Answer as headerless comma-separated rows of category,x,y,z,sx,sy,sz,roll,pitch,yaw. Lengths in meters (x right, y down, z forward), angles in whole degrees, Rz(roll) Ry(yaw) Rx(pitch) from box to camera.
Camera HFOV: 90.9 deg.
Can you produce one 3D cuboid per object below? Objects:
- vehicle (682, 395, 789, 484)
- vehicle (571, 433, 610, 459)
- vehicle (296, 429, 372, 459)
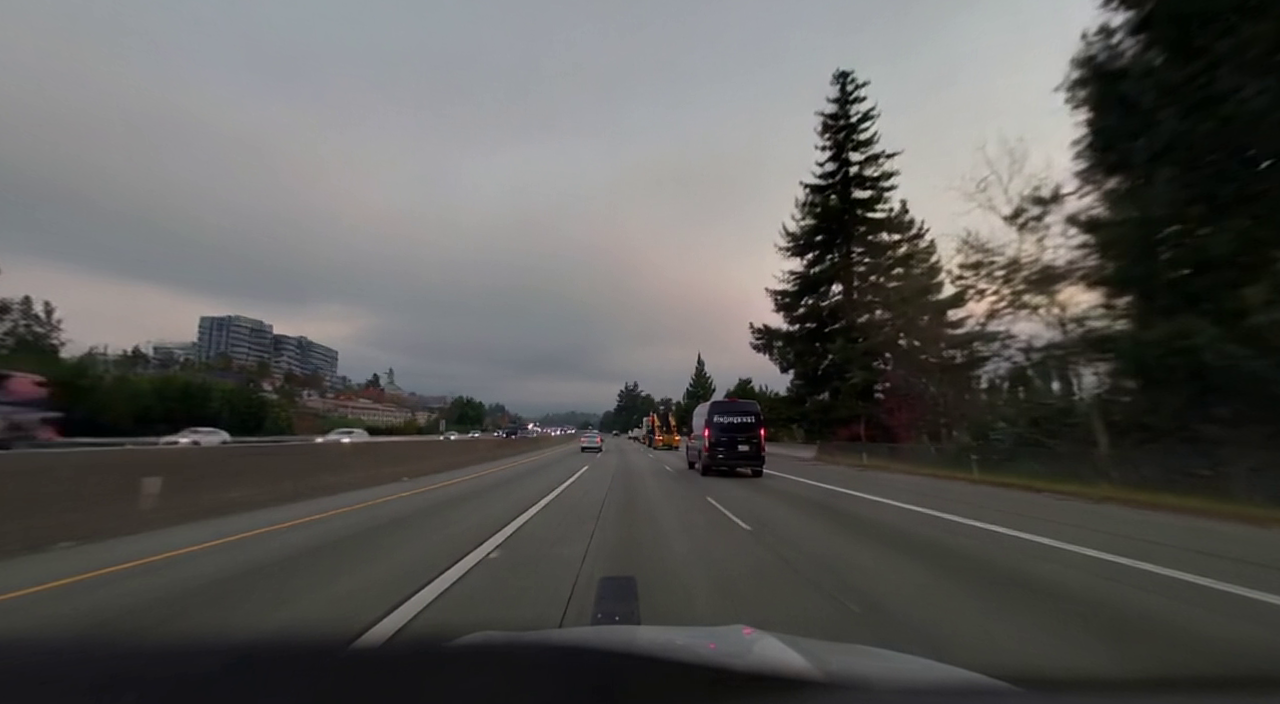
vehicle,2.932,2.906,21.011,2.386,2.509,5.880,0,-8,-2
vehicle,-3.002,5.822,39.160,2.217,1.502,4.222,0,-8,-1
vehicle,-16.455,4.942,34.141,1.893,1.494,4.905,1,-8,-3
